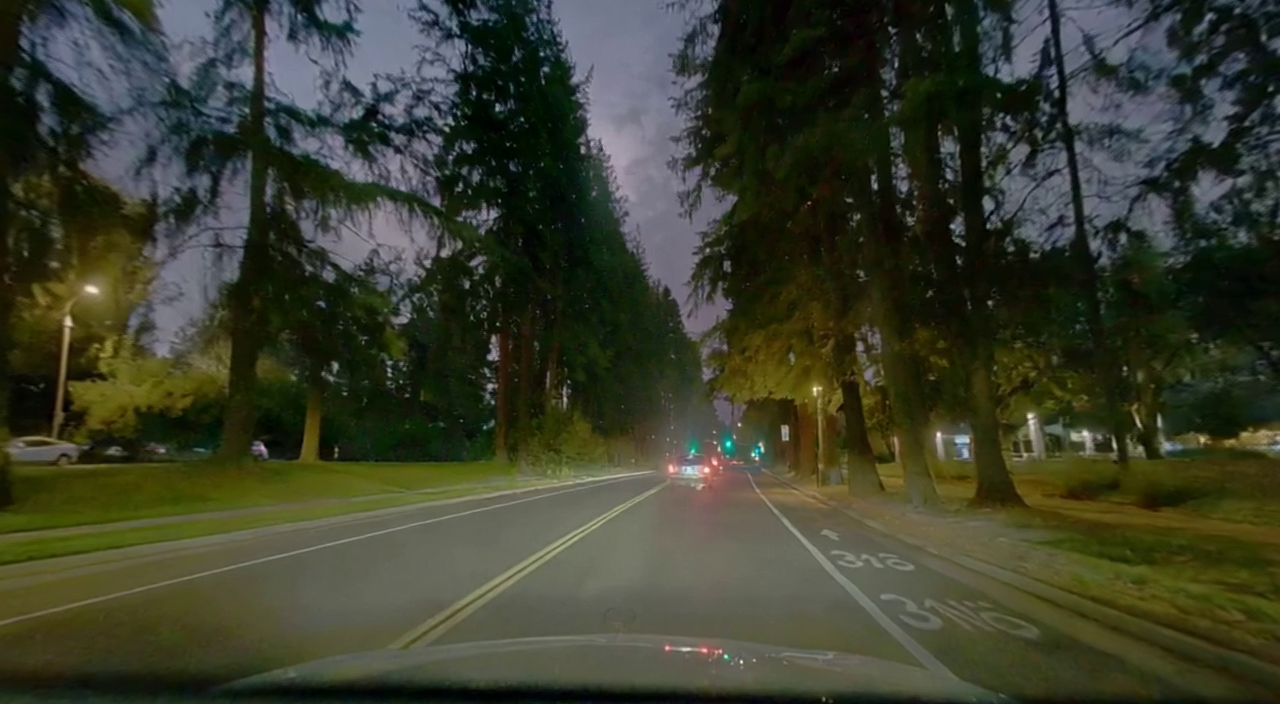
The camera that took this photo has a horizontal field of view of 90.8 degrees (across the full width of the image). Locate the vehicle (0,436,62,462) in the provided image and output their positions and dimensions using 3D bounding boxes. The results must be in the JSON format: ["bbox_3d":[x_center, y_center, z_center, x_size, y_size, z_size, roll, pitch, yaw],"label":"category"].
[{"bbox_3d":[-43.595,6.746,43.795,1.890,1.694,4.877,-2,-9,13],"label":"vehicle"}]

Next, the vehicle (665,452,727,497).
[{"bbox_3d":[2.282,4.707,24.661,2.152,1.574,4.223,-2,-9,8],"label":"vehicle"}]

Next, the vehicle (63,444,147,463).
[{"bbox_3d":[-42.185,8.010,49.965,1.767,1.427,4.868,-2,-9,13],"label":"vehicle"}]
